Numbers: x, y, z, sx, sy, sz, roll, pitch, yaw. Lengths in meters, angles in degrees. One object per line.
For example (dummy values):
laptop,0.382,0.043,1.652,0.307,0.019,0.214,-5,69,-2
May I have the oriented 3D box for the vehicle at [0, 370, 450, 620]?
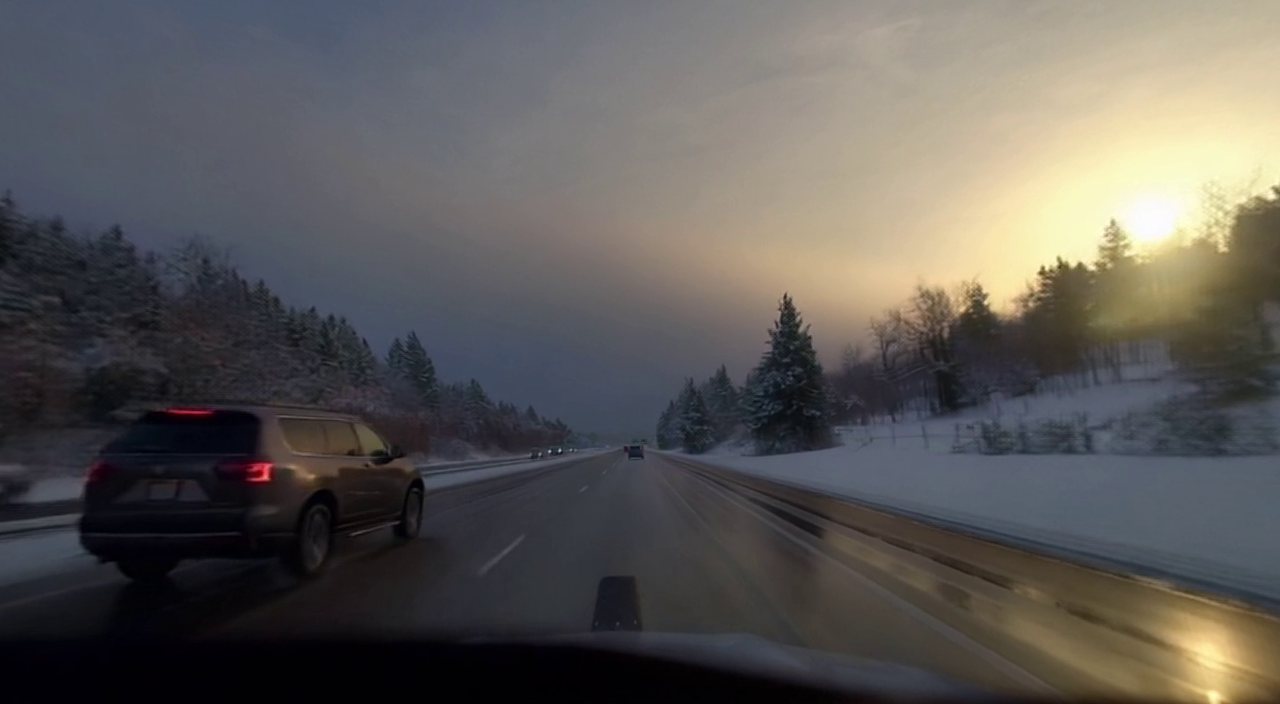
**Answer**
vehicle,-3.924,1.376,6.845,2.292,1.802,4.481,0,-9,0
